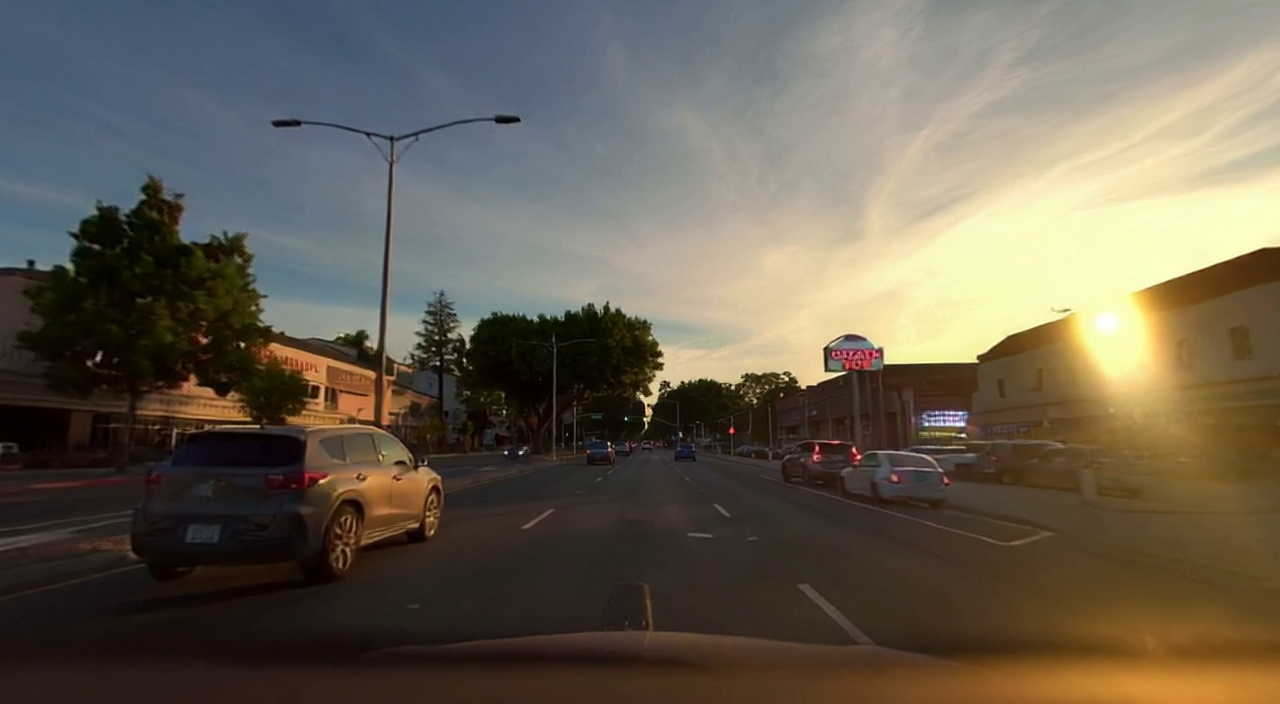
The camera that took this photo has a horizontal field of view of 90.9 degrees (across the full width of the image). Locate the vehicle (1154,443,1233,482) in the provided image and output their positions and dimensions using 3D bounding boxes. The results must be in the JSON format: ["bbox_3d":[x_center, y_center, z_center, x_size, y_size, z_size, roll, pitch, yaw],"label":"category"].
[{"bbox_3d":[26.395,5.191,30.000,4.673,1.696,1.922,7,-11,-39],"label":"vehicle"}]

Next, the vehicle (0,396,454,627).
[{"bbox_3d":[-3.552,1.429,6.545,1.983,1.635,3.957,0,-8,1],"label":"vehicle"}]

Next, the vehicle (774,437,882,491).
[{"bbox_3d":[6.913,4.178,24.073,2.335,1.790,5.991,0,-8,1],"label":"vehicle"}]

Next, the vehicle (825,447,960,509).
[{"bbox_3d":[6.710,3.361,17.372,1.888,1.425,4.547,0,-8,1],"label":"vehicle"}]

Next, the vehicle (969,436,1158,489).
[{"bbox_3d":[15.208,3.934,22.875,5.326,1.690,2.007,-8,-11,42],"label":"vehicle"}]

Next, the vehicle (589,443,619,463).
[{"bbox_3d":[-2.705,7.760,48.711,2.005,1.446,4.265,0,-8,1],"label":"vehicle"}]
